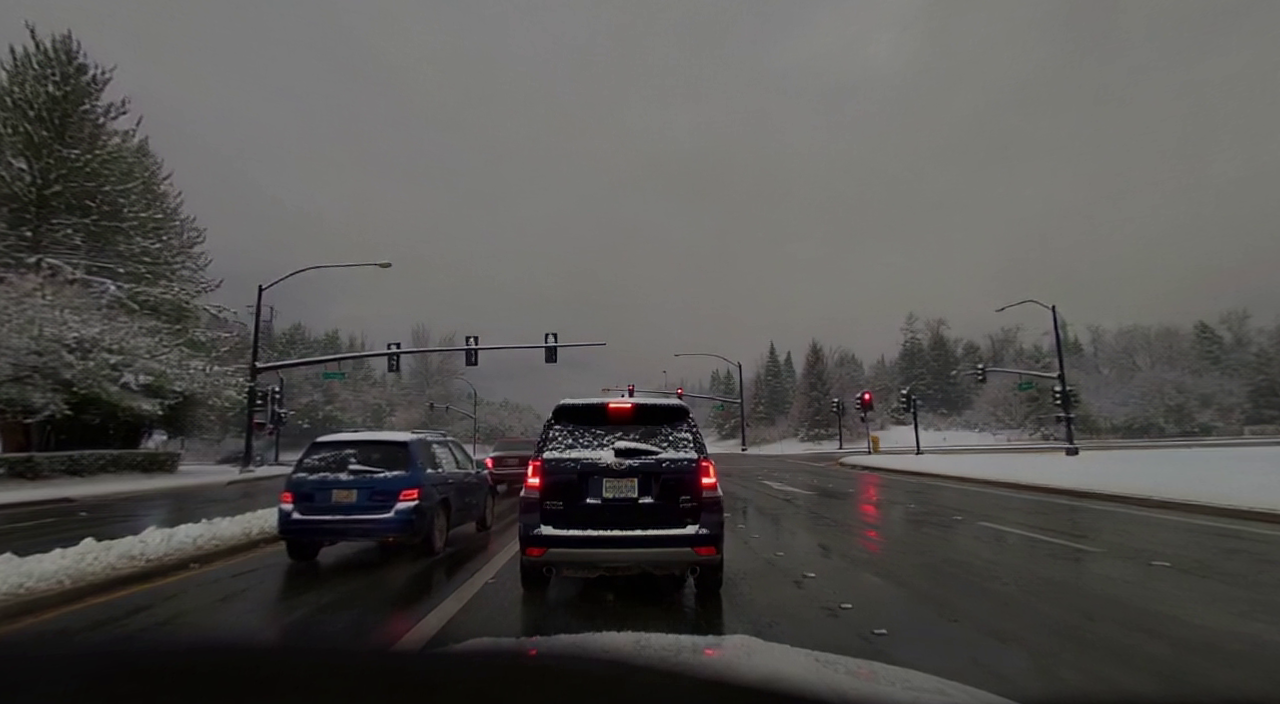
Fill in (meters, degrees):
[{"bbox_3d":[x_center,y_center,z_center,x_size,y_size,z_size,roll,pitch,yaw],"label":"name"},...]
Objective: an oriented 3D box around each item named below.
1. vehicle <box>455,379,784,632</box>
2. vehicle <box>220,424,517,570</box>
[{"bbox_3d":[-0.167,1.380,6.584,2.298,1.770,4.138,0,-8,-1],"label":"vehicle"},{"bbox_3d":[-3.352,1.897,9.229,2.061,1.504,5.142,0,-8,0],"label":"vehicle"}]
